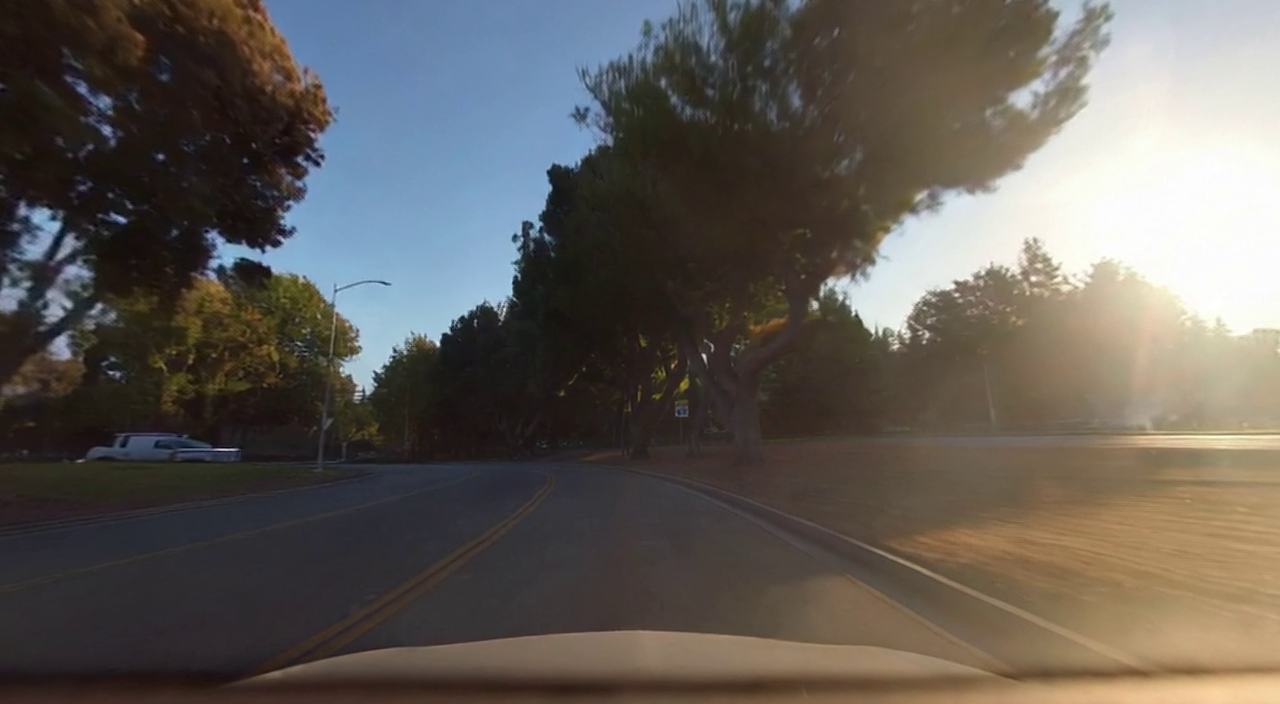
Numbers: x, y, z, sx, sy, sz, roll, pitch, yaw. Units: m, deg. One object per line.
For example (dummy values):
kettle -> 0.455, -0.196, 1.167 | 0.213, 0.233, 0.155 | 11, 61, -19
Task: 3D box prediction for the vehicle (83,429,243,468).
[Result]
vehicle -> -22.918, 4.686, 30.616 | 5.613, 1.775, 2.357 | 1, -9, -6
